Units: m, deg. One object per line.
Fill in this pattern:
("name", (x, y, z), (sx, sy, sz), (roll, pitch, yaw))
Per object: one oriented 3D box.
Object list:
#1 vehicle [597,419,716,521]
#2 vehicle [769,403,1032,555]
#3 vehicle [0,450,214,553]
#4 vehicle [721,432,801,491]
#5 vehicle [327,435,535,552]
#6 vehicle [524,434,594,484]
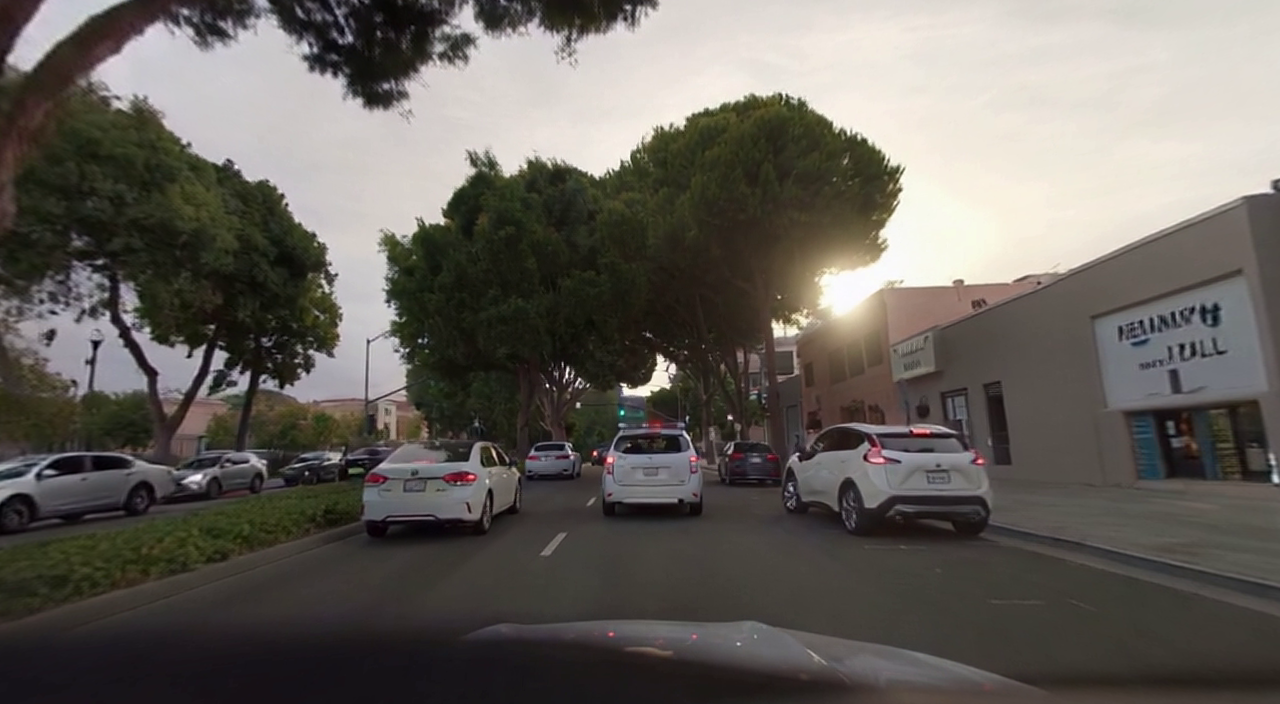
("vehicle", (0.290, 2.354, 13.061), (2.075, 1.770, 4.018), (0, -8, 0))
("vehicle", (3.988, 2.070, 11.100), (2.038, 1.865, 5.786), (3, -9, -2))
("vehicle", (-10.639, 2.606, 11.770), (2.041, 1.500, 4.684), (0, -8, 0))
("vehicle", (4.057, 3.739, 21.908), (2.025, 1.813, 4.372), (0, -8, 2))
("vehicle", (-3.037, 2.129, 10.250), (1.908, 1.474, 4.257), (0, -8, 0))
("vehicle", (-3.085, 4.201, 25.024), (2.135, 1.806, 4.514), (0, -8, 1))
